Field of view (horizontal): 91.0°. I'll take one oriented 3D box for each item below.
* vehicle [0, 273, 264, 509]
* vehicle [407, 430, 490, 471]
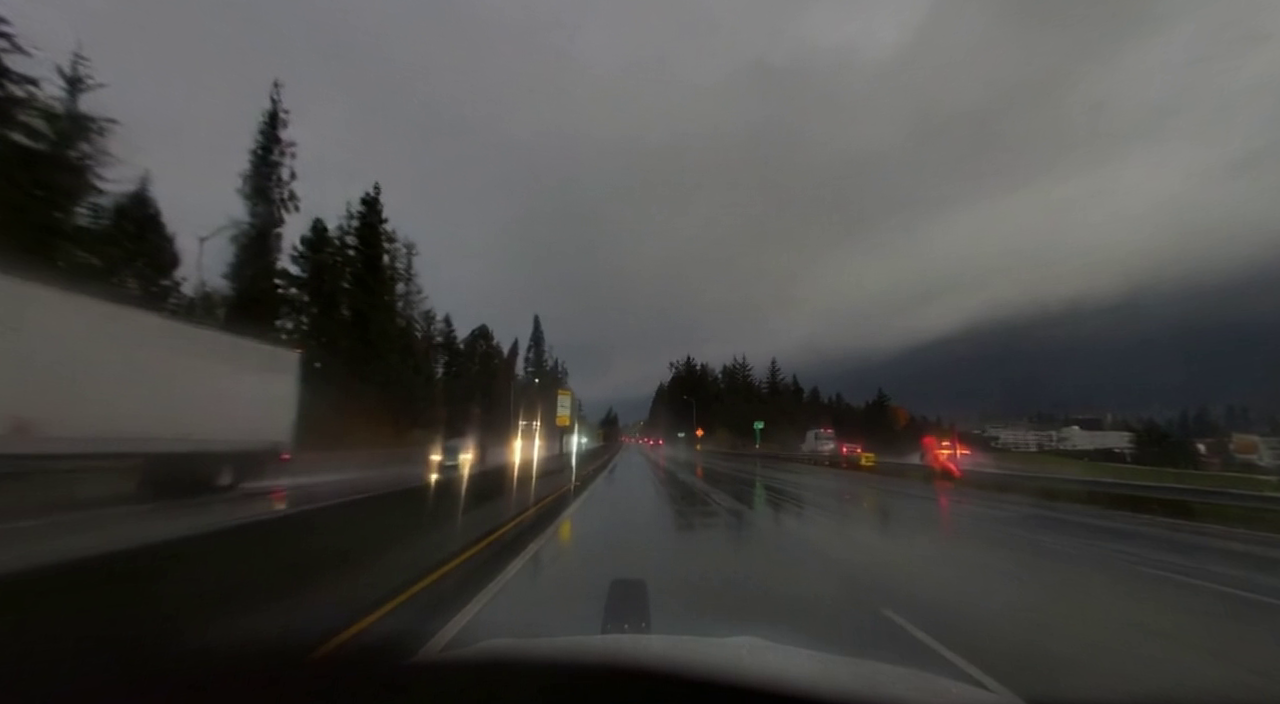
[{"bbox_3d":[-11.775,0.666,10.375,3.077,3.738,13.263,0,-8,-1],"label":"vehicle"},{"bbox_3d":[-7.955,4.147,26.659,1.993,1.550,4.775,0,-8,0],"label":"vehicle"}]
